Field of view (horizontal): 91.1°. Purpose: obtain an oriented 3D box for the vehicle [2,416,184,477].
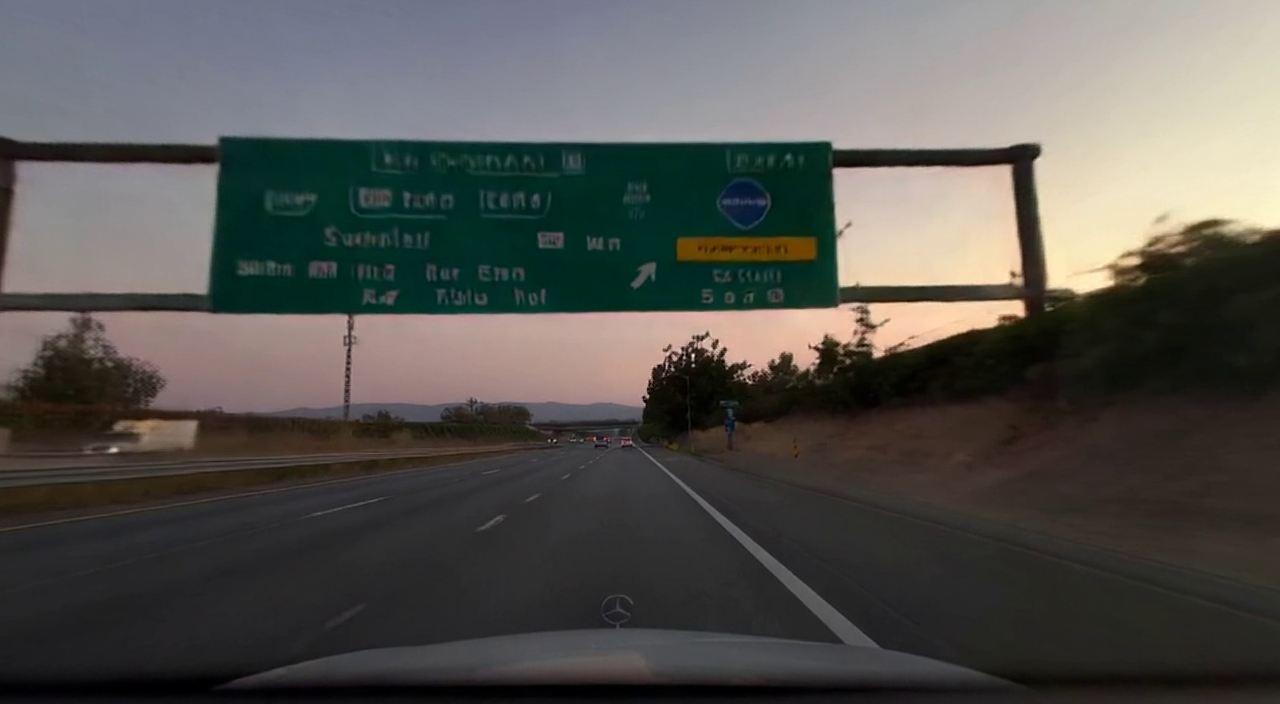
[{"bbox_3d":[-25.742,4.482,30.178,2.329,2.580,7.176,0,-8,-1],"label":"vehicle"}]
